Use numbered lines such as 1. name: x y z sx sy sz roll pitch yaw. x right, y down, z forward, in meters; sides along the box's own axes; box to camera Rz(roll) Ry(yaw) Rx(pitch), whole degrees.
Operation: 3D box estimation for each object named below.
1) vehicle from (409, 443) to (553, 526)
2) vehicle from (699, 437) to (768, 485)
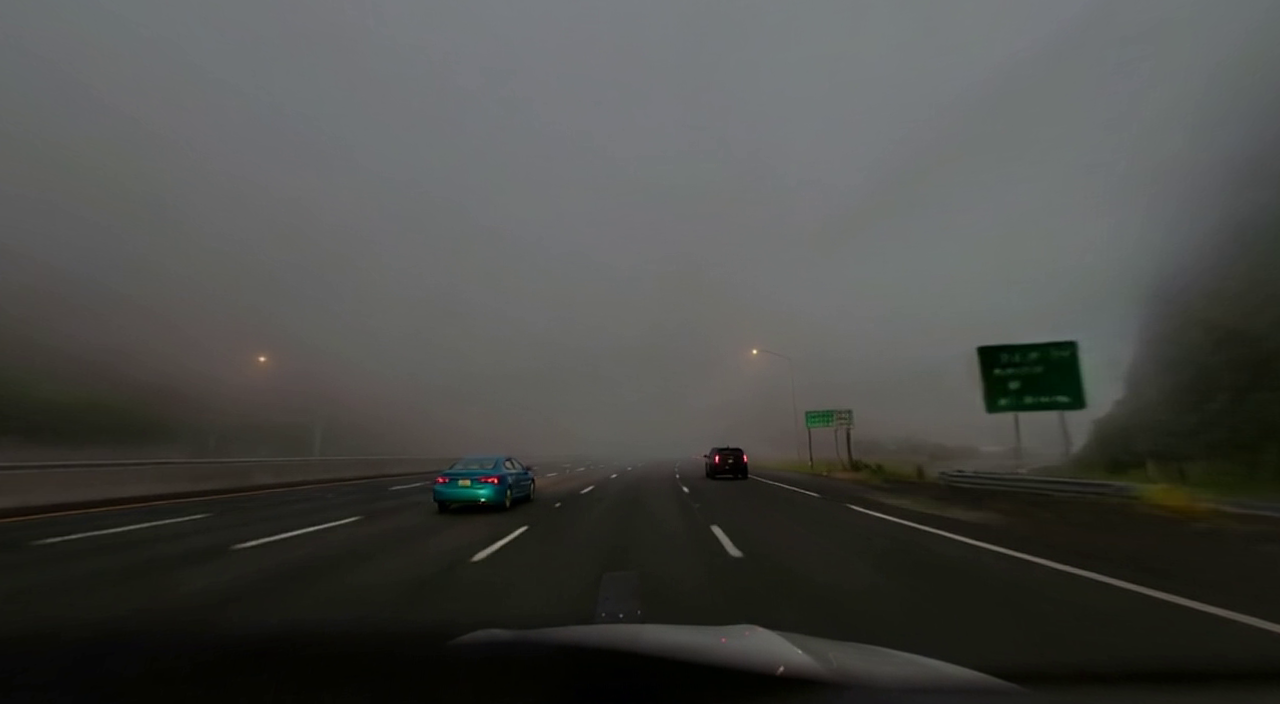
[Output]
1. vehicle: -3.216 2.772 13.753 1.937 1.490 4.372 0 -9 1
2. vehicle: 3.835 4.589 26.665 2.225 1.833 4.340 0 -9 0
